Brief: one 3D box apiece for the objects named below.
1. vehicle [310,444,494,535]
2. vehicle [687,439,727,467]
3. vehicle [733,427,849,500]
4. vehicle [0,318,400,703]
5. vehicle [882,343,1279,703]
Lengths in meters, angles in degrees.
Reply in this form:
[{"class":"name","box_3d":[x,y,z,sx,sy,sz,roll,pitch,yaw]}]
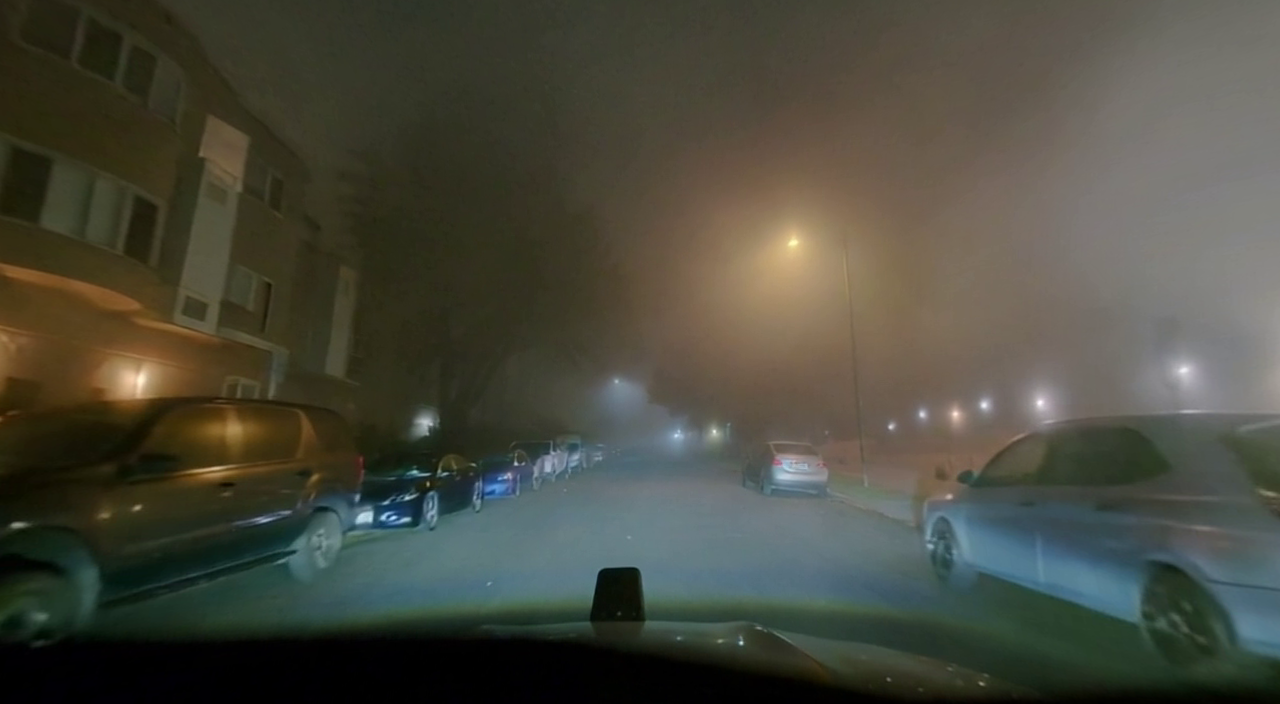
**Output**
[{"class":"vehicle","box_3d":[-4.496,2.625,12.841,1.826,1.489,4.604,0,-8,2]},{"class":"vehicle","box_3d":[4.836,7.366,46.192,2.450,1.897,5.050,0,-8,1]},{"class":"vehicle","box_3d":[4.386,3.334,19.330,2.306,1.901,4.908,0,-8,0]},{"class":"vehicle","box_3d":[-4.598,1.274,5.948,2.461,2.145,5.415,0,-8,1]},{"class":"vehicle","box_3d":[4.057,1.181,4.973,2.214,1.830,4.997,0,-8,-1]}]
